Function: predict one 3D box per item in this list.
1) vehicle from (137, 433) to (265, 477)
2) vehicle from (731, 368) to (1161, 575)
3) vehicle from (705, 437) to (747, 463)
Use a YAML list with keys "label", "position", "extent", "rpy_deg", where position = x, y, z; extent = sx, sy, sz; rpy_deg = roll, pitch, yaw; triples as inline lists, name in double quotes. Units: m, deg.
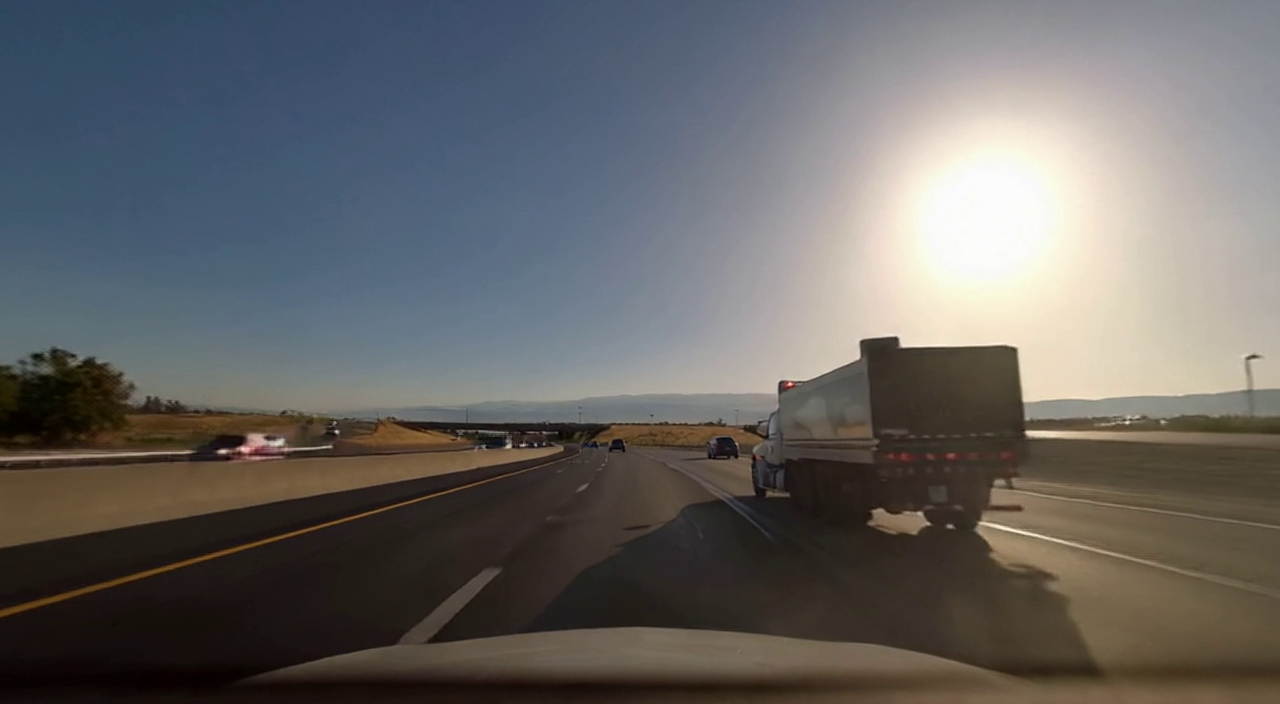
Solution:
- label: "vehicle"
  position: [-20.156, 4.757, 29.373]
  extent: [2.362, 1.865, 5.180]
  rpy_deg: [0, -8, -2]
- label: "vehicle"
  position: [3.637, 1.769, 10.325]
  extent: [2.981, 2.053, 7.897]
  rpy_deg: [0, -8, -1]
- label: "vehicle"
  position: [6.000, 6.934, 44.658]
  extent: [2.104, 1.723, 4.538]
  rpy_deg: [0, -9, -3]
